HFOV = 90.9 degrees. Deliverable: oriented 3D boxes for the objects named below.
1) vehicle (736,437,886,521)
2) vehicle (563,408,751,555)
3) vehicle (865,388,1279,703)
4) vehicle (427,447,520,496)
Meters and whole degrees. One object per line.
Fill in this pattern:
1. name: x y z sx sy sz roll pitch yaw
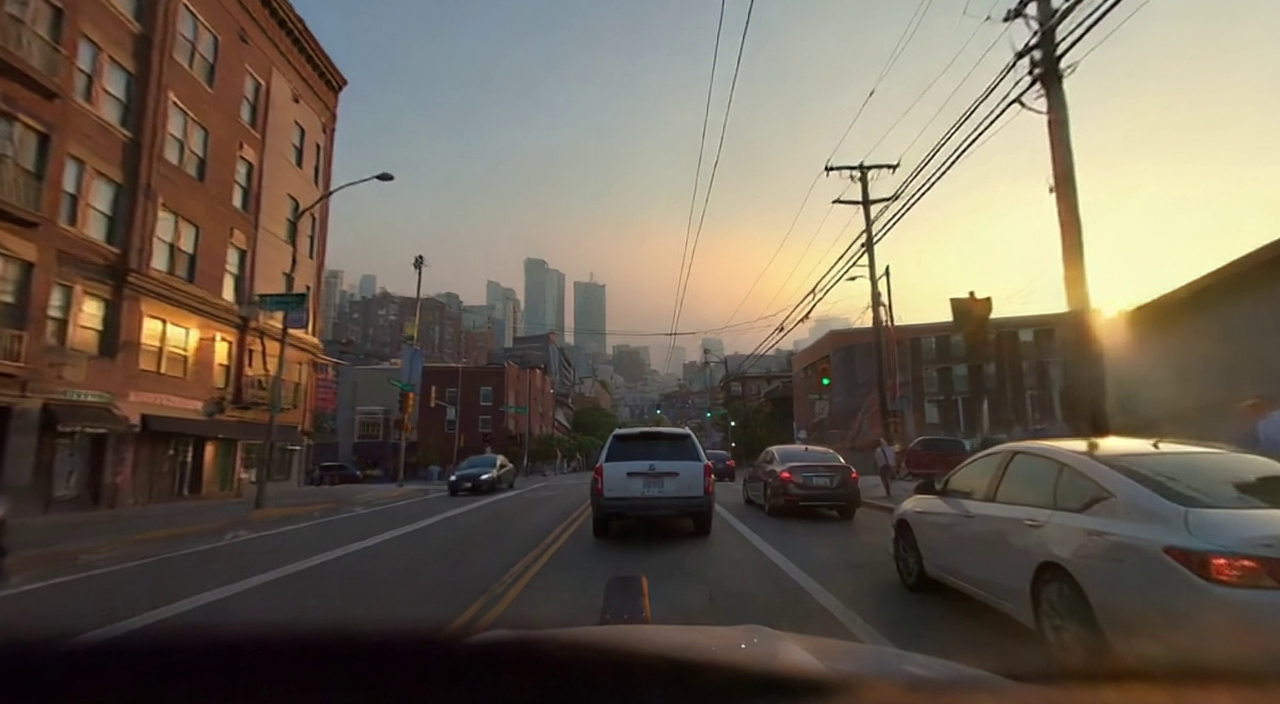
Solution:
1. vehicle: 3.327 2.556 13.226 1.970 1.452 4.227 0 -9 0
2. vehicle: 0.178 1.848 9.629 2.232 1.736 4.036 0 -9 -1
3. vehicle: 3.329 1.229 4.560 1.906 1.578 4.020 0 -9 0
4. vehicle: -5.743 4.160 22.331 2.014 1.538 4.275 -1 -9 2
